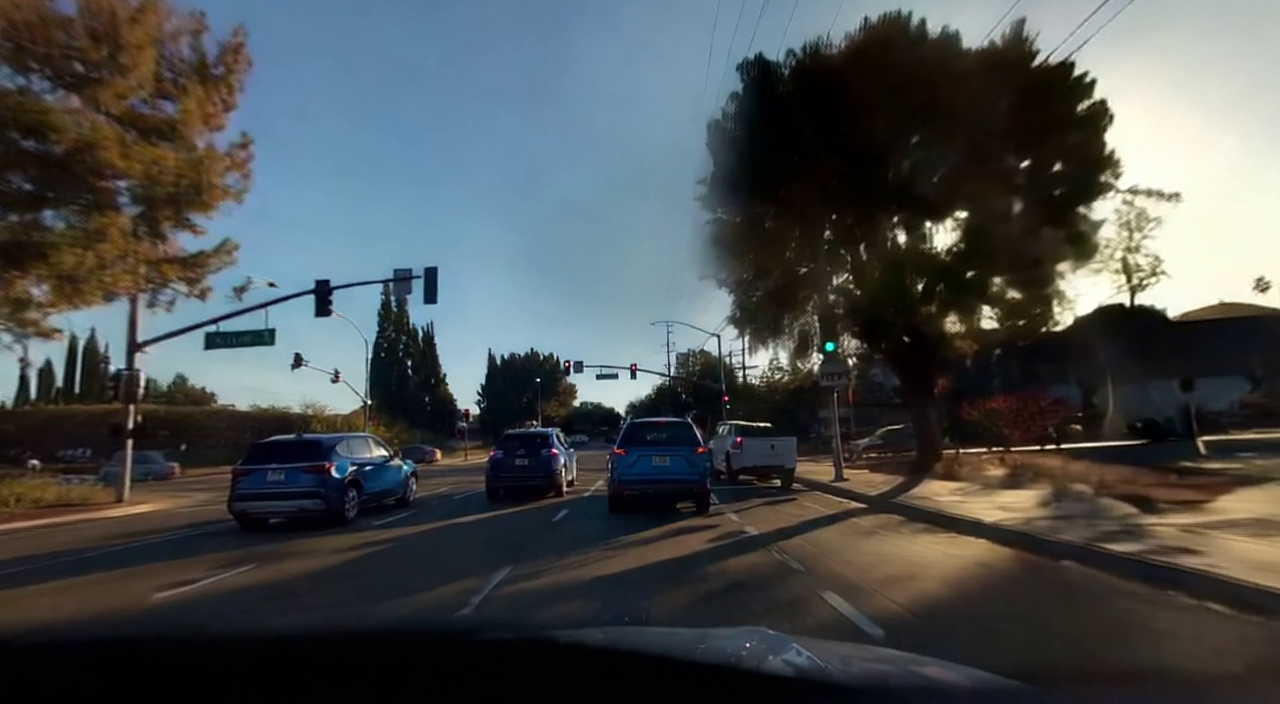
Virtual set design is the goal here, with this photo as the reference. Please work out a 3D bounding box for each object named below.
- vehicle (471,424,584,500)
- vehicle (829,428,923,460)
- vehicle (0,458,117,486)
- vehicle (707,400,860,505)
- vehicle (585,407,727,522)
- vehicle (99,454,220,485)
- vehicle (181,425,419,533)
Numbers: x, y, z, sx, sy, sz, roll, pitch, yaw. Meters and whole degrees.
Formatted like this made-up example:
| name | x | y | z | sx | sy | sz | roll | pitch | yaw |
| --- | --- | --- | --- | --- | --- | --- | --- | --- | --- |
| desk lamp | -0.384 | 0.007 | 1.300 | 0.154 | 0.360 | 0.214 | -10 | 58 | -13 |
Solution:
| name | x | y | z | sx | sy | sz | roll | pitch | yaw |
| --- | --- | --- | --- | --- | --- | --- | --- | --- | --- |
| vehicle | -2.704 | 2.780 | 16.296 | 2.058 | 1.659 | 4.514 | 0 | -8 | 0 |
| vehicle | 14.431 | 5.630 | 38.744 | 4.983 | 1.560 | 1.841 | -4 | -8 | 0 |
| vehicle | -32.039 | 6.617 | 34.816 | 4.554 | 1.449 | 1.949 | 0 | -8 | 0 |
| vehicle | 3.159 | 2.422 | 15.421 | 2.338 | 2.063 | 5.672 | 0 | -9 | 0 |
| vehicle | 0.231 | 2.091 | 12.116 | 2.235 | 1.778 | 4.178 | 0 | -9 | 0 |
| vehicle | -23.970 | 5.870 | 31.589 | 4.383 | 1.456 | 1.999 | 0 | -9 | -1 |
| vehicle | -6.113 | 2.319 | 12.131 | 2.052 | 1.664 | 4.476 | 0 | -8 | 0 |
